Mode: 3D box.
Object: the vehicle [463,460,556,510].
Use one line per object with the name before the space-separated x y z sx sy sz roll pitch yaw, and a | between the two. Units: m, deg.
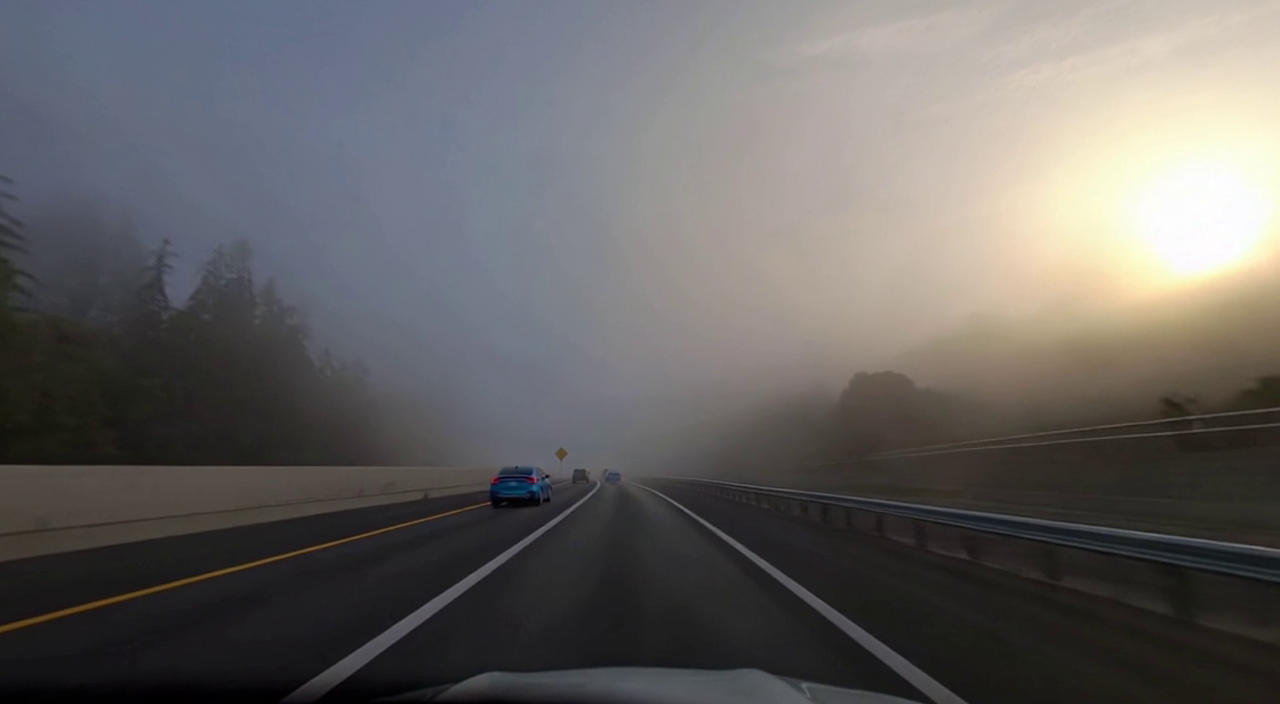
vehicle | -4.519 4.741 22.736 2.328 1.559 5.041 1 -11 -1
